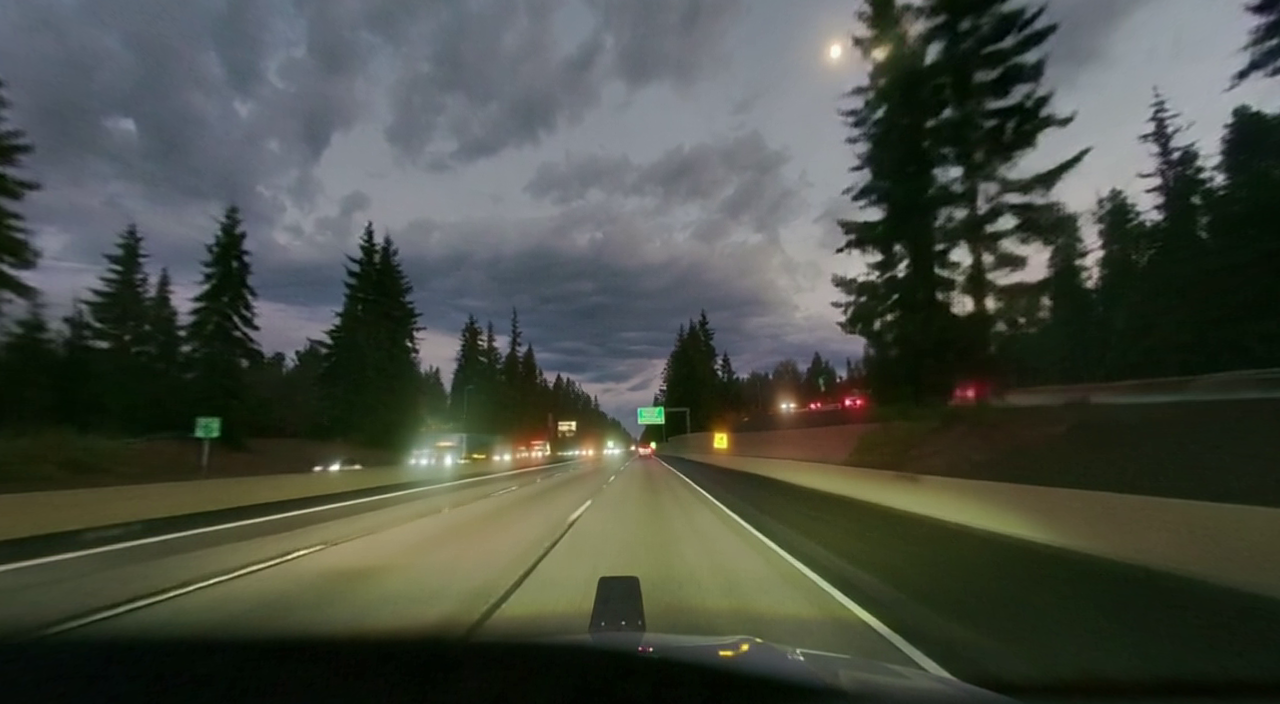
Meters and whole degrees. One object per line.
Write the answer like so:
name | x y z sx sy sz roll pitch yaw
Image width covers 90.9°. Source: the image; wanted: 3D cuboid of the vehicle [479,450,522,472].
vehicle | -10.780 8.421 49.145 2.129 1.560 4.733 0 -8 2

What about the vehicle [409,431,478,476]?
vehicle | -14.874 7.712 48.346 2.935 3.173 7.113 0 -8 0
